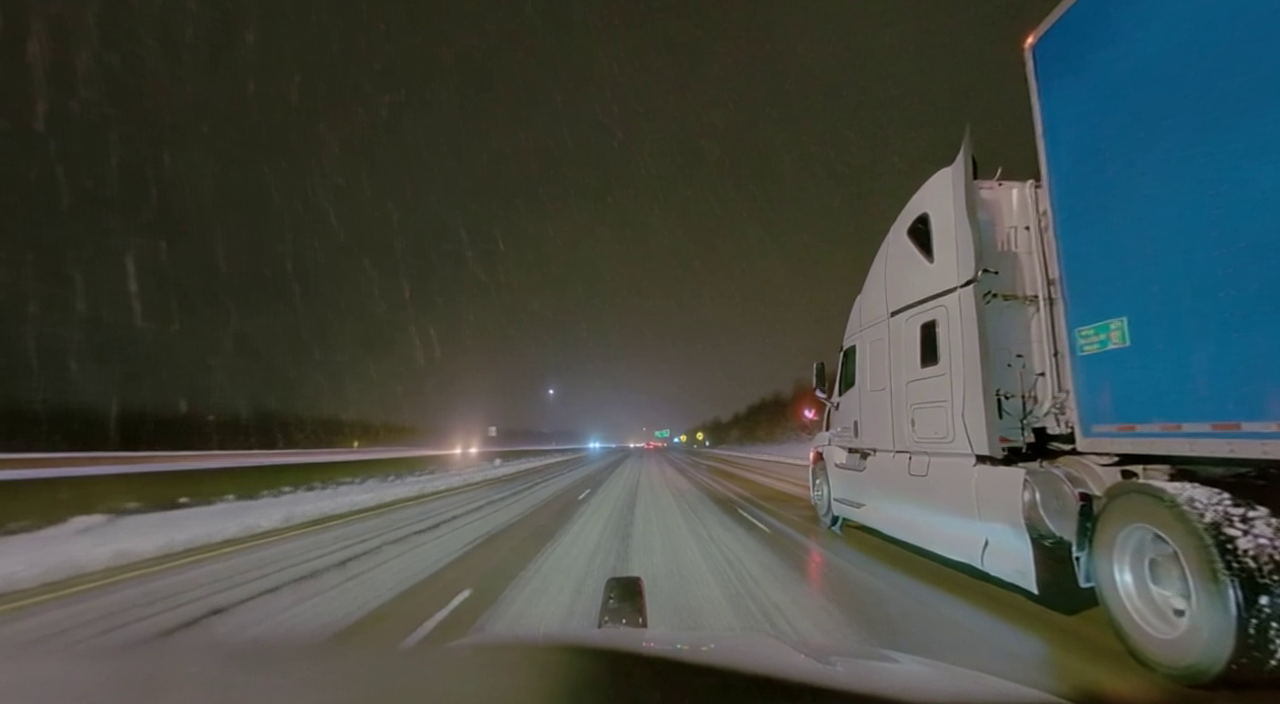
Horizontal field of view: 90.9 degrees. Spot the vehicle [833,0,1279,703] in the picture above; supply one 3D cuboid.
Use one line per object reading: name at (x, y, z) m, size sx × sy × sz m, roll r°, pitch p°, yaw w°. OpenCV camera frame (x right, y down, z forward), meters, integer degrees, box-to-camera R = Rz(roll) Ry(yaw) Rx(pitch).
vehicle at (3.716, -0.195, 2.647) m, size 3.012 × 3.768 × 8.945 m, roll 0°, pitch -9°, yaw 1°
